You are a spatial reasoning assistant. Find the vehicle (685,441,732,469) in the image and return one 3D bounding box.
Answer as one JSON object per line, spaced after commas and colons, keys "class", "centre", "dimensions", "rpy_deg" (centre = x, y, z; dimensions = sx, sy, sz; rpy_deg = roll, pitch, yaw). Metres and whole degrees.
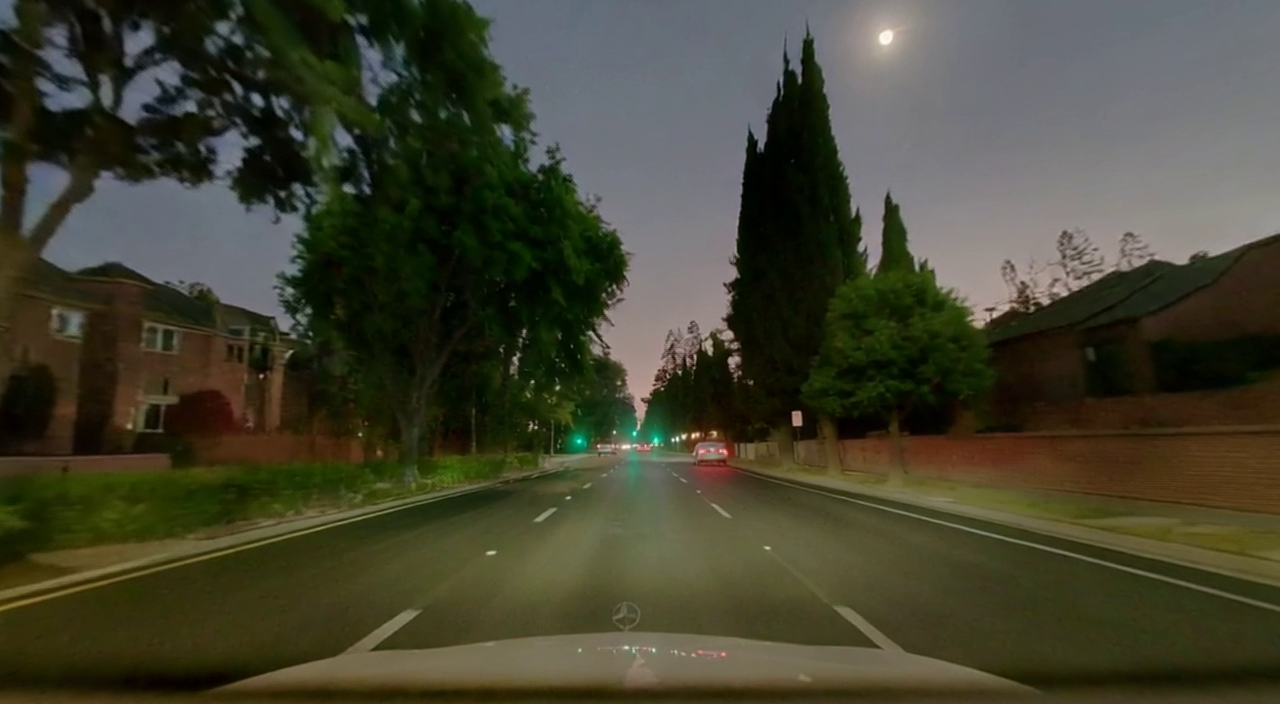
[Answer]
{"class": "vehicle", "centre": [4.044, 6.183, 37.980], "dimensions": [2.237, 1.578, 4.621], "rpy_deg": [0, -8, -1]}
